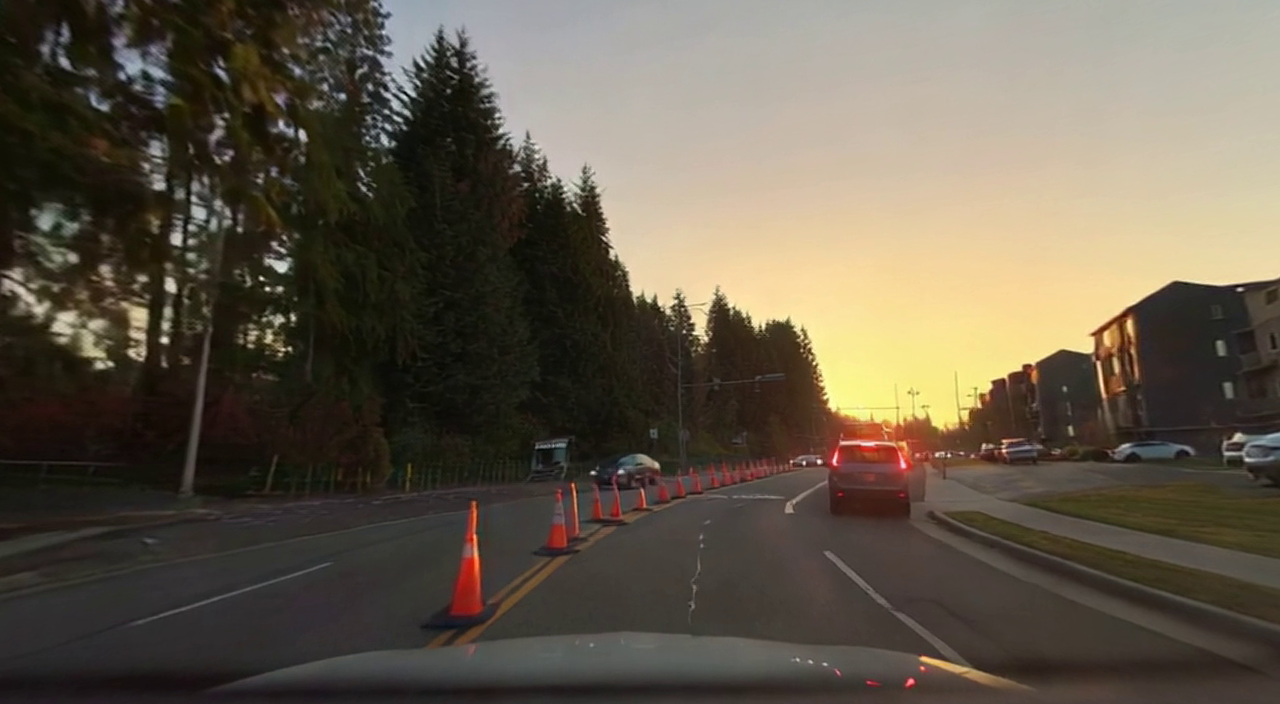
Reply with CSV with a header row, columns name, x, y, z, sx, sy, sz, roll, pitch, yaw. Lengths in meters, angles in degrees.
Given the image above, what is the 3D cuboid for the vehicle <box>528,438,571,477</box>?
name,x,y,z,sx,sy,sz,roll,pitch,yaw
vehicle,-6.188,7.250,43.389,2.665,2.465,1.532,3,-7,-2

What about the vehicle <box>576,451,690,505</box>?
name,x,y,z,sx,sy,sz,roll,pitch,yaw
vehicle,-0.063,3.779,19.488,1.933,1.428,4.449,-4,-10,21

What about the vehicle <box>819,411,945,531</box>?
name,x,y,z,sx,sy,sz,roll,pitch,yaw
vehicle,5.069,2.499,13.682,1.913,2.241,3.024,-3,-8,11
